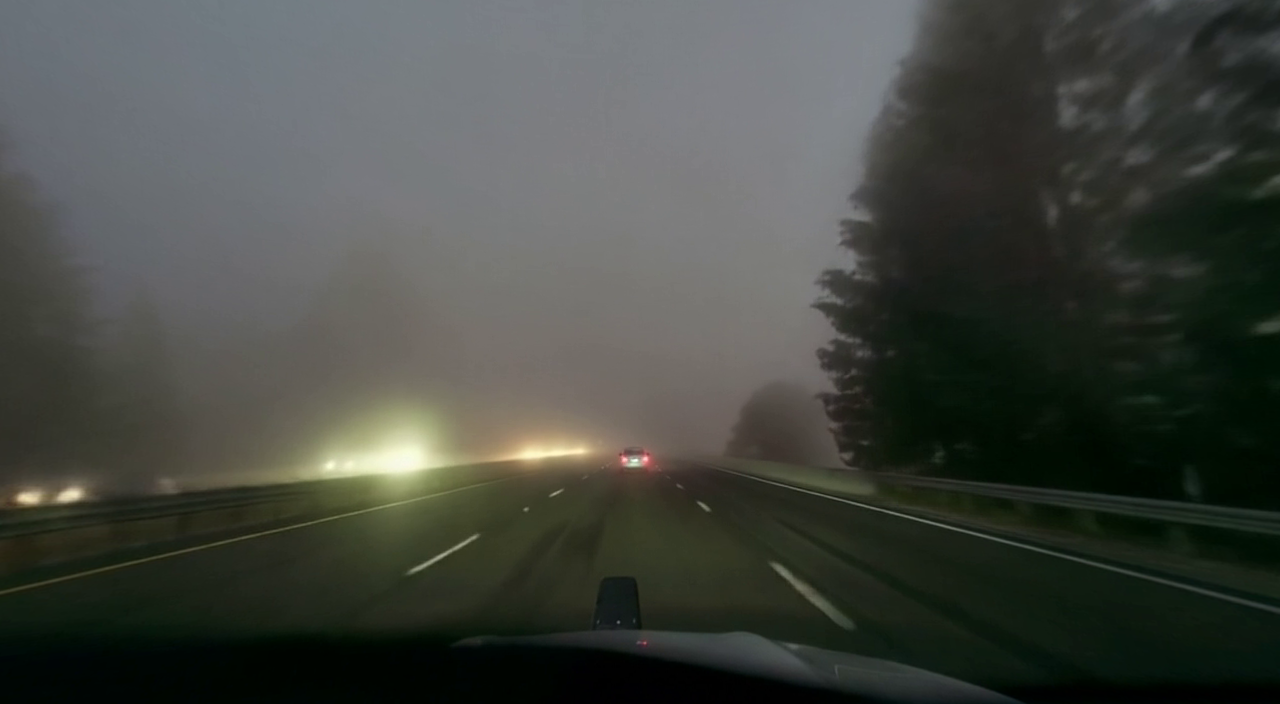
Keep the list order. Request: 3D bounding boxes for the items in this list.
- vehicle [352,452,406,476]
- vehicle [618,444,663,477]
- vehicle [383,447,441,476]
[{"bbox_3d":[-18.222,7.832,44.040,1.879,1.567,4.396,0,-9,0],"label":"vehicle"},{"bbox_3d":[-0.008,5.405,31.430,2.095,1.537,4.017,0,-9,-1],"label":"vehicle"},{"bbox_3d":[-14.251,6.866,39.480,1.970,1.692,4.464,0,-9,0],"label":"vehicle"}]
